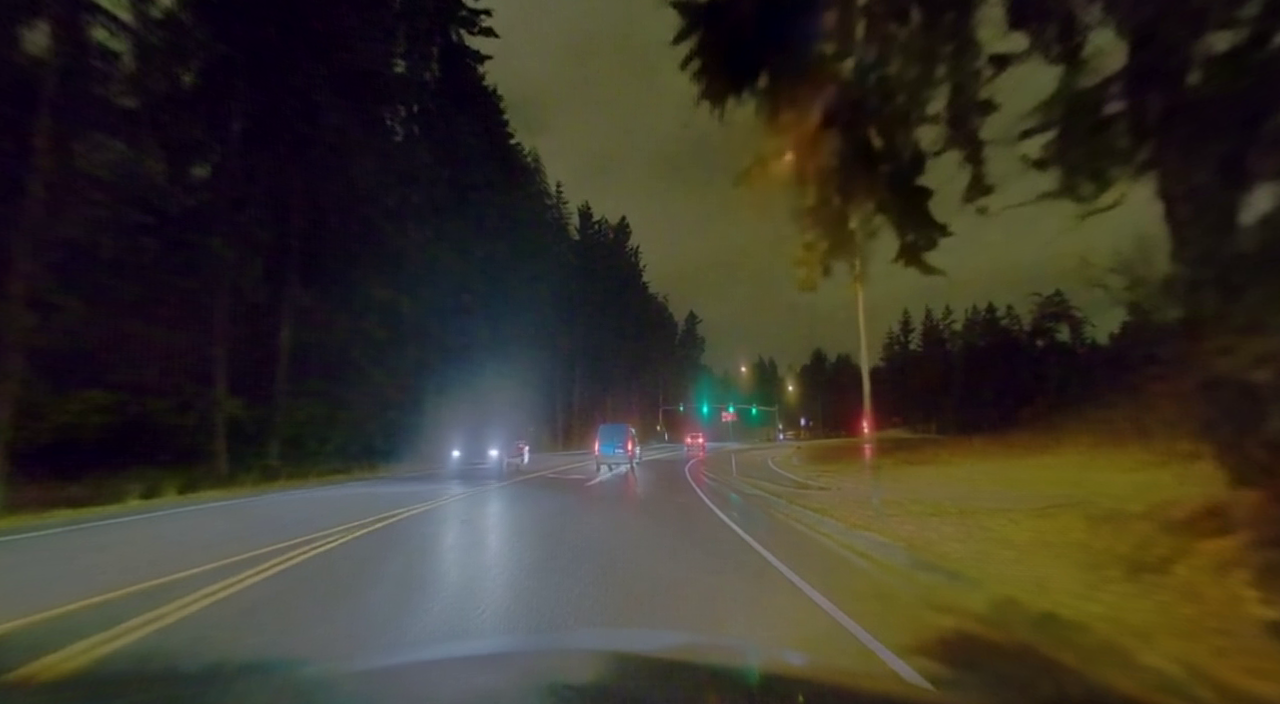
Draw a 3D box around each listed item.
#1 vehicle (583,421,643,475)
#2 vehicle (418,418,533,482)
[{"bbox_3d":[-1.110,4.335,28.608,2.362,2.185,5.212,0,-8,1],"label":"vehicle"},{"bbox_3d":[-5.647,3.486,22.579,2.295,1.981,5.836,0,-8,3],"label":"vehicle"}]
